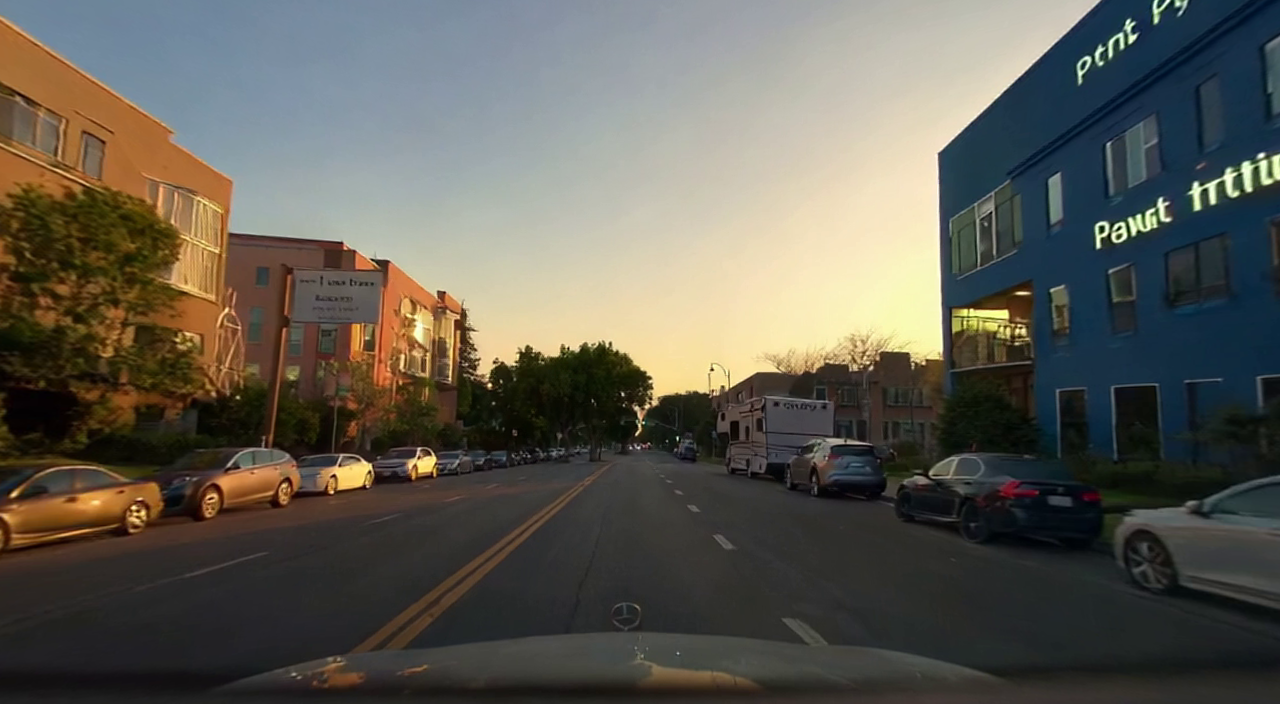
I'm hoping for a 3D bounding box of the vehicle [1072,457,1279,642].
[{"bbox_3d":[6.184,1.611,5.054,2.001,1.431,4.757,0,-9,-1],"label":"vehicle"}]

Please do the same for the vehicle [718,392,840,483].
[{"bbox_3d":[5.958,4.020,29.274,3.102,3.473,9.734,0,-8,-2],"label":"vehicle"}]

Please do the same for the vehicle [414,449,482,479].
[{"bbox_3d":[-10.102,5.929,33.746,2.078,1.427,4.900,0,-8,0],"label":"vehicle"}]

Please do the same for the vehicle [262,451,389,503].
[{"bbox_3d":[-10.043,3.986,20.624,1.802,1.439,4.546,0,-8,0],"label":"vehicle"}]

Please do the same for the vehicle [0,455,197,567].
[{"bbox_3d":[-9.768,2.449,10.273,1.842,1.474,4.722,0,-8,-2],"label":"vehicle"}]

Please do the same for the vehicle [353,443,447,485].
[{"bbox_3d":[-10.094,4.738,27.040,2.276,1.597,4.421,0,-8,0],"label":"vehicle"}]

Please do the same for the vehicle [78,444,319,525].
[{"bbox_3d":[-10.010,2.998,15.013,2.230,1.577,4.871,0,-8,-1],"label":"vehicle"}]

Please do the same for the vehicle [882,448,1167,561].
[{"bbox_3d":[6.108,2.422,10.894,1.939,1.491,4.521,0,-9,-2],"label":"vehicle"}]

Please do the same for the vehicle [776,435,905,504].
[{"bbox_3d":[5.890,3.513,19.438,2.154,1.804,5.341,0,-9,0],"label":"vehicle"}]
